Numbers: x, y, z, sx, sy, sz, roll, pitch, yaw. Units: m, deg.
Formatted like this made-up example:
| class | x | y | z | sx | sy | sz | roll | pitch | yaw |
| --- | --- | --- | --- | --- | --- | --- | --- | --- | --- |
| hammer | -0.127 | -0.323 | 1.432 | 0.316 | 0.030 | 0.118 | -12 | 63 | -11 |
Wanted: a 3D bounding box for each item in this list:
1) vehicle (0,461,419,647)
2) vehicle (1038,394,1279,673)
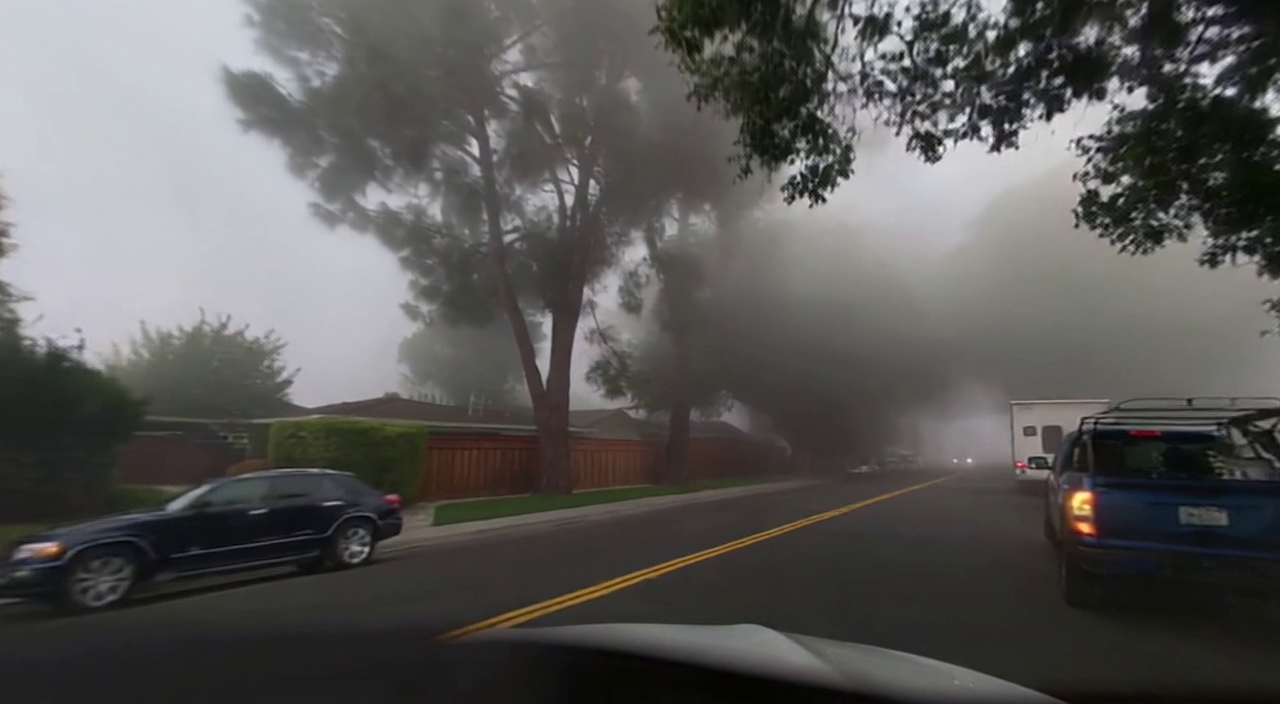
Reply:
| class | x | y | z | sx | sy | sz | roll | pitch | yaw |
| --- | --- | --- | --- | --- | --- | --- | --- | --- | --- |
| vehicle | -5.275 | 2.159 | 7.772 | 1.816 | 1.489 | 4.653 | -5 | -10 | 30 |
| vehicle | 5.547 | 1.492 | 6.600 | 2.182 | 1.785 | 5.726 | -4 | -8 | 32 |
